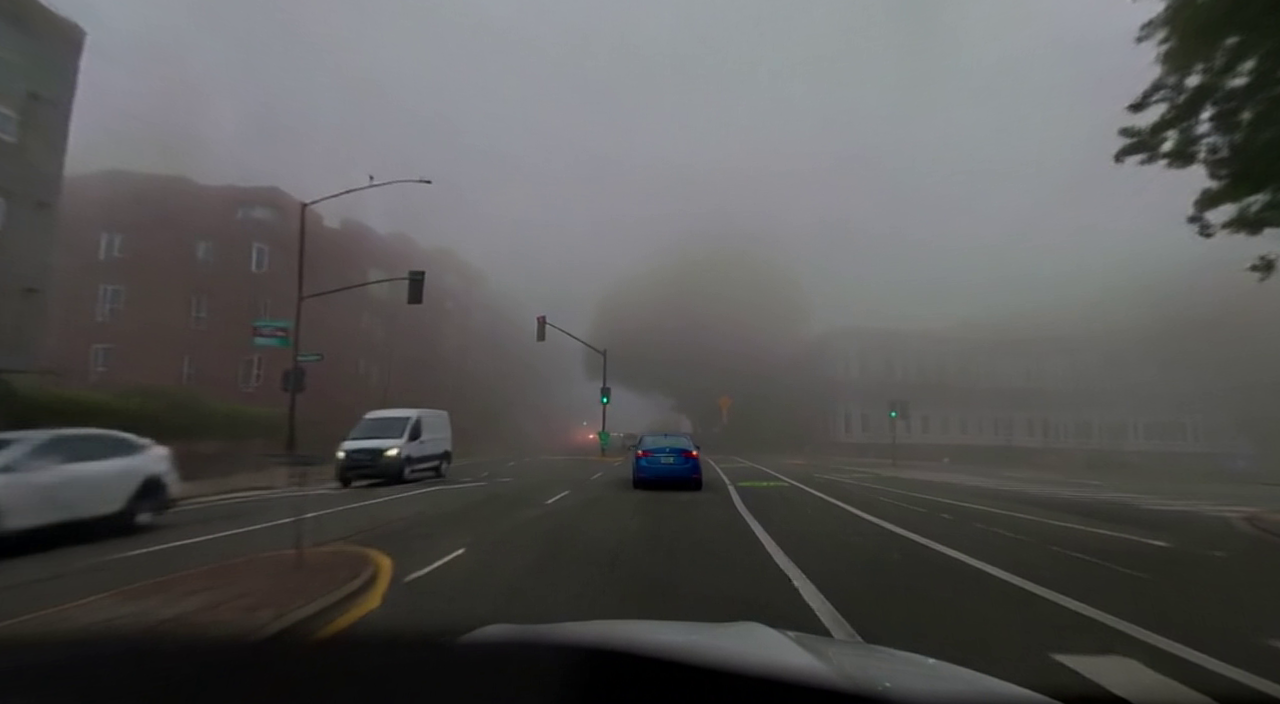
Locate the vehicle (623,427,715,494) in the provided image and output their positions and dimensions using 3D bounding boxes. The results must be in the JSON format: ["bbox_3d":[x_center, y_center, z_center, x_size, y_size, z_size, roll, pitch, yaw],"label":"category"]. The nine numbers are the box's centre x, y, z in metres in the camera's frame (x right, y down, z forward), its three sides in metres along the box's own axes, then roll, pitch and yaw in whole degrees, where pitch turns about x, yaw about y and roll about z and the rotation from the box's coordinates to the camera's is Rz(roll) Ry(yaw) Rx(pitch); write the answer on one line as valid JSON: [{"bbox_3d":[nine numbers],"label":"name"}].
[{"bbox_3d":[0.687,2.552,15.460,1.950,1.401,4.159,0,-7,2],"label":"vehicle"}]

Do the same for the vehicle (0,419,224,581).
[{"bbox_3d":[-6.957,1.502,6.869,1.884,1.509,4.416,0,-7,-2],"label":"vehicle"}]

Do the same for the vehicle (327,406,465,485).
[{"bbox_3d":[-7.091,2.755,18.959,2.310,2.045,4.763,0,-7,-1],"label":"vehicle"}]
